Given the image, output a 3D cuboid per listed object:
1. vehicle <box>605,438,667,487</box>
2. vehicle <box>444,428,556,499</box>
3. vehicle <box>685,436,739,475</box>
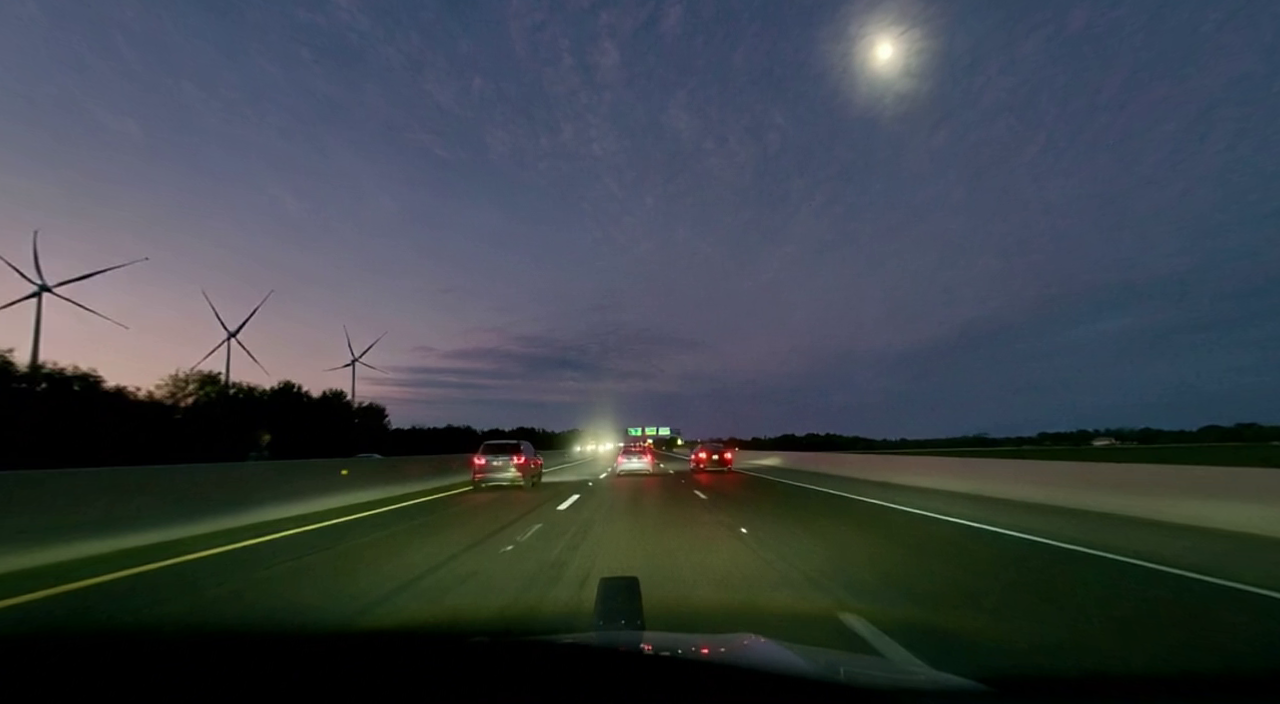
[{"bbox_3d":[-0.148,4.048,23.322,2.083,1.653,3.787,0,-9,0],"label":"vehicle"},{"bbox_3d":[-3.886,3.200,18.412,2.131,1.784,4.635,0,-9,1],"label":"vehicle"},{"bbox_3d":[3.632,5.354,32.674,2.104,1.861,4.956,0,-9,-1],"label":"vehicle"}]
